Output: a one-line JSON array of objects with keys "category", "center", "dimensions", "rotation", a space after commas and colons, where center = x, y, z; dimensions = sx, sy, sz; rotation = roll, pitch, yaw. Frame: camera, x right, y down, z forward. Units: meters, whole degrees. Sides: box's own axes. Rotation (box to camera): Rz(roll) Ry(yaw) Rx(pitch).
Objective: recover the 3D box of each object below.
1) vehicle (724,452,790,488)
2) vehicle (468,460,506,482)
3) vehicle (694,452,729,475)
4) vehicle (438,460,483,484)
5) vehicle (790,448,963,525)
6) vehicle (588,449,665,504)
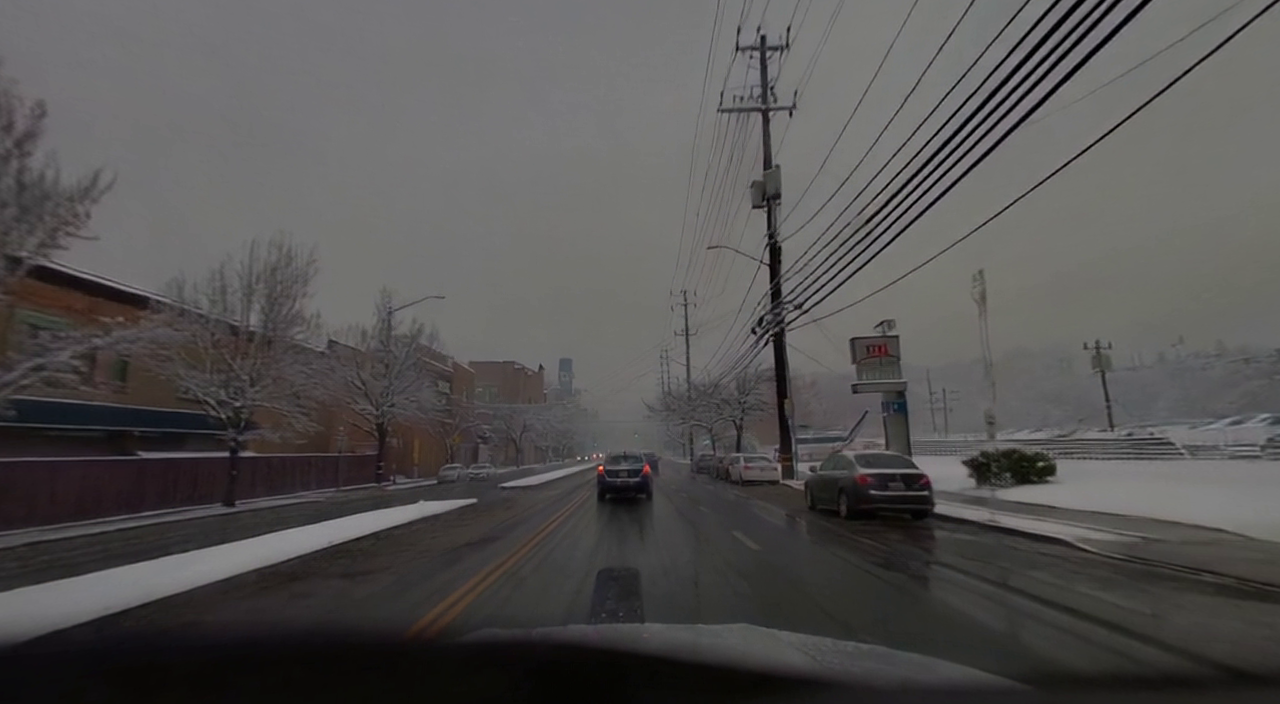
[{"category": "vehicle", "center": [5.134, 5.218, 28.333], "dimensions": [1.987, 1.459, 4.677], "rotation": [0, -9, -1]}, {"category": "vehicle", "center": [-11.550, 9.003, 47.835], "dimensions": [1.817, 1.480, 4.282], "rotation": [0, -9, 0]}, {"category": "vehicle", "center": [5.214, 8.203, 46.683], "dimensions": [1.937, 1.523, 4.541], "rotation": [0, -9, -1]}, {"category": "vehicle", "center": [-11.773, 7.890, 41.738], "dimensions": [1.828, 1.457, 4.371], "rotation": [0, -9, -2]}, {"category": "vehicle", "center": [5.217, 3.009, 14.853], "dimensions": [2.108, 1.471, 4.948], "rotation": [0, -9, -1]}, {"category": "vehicle", "center": [-0.357, 3.752, 19.473], "dimensions": [2.116, 1.479, 3.980], "rotation": [0, -9, 0]}]
